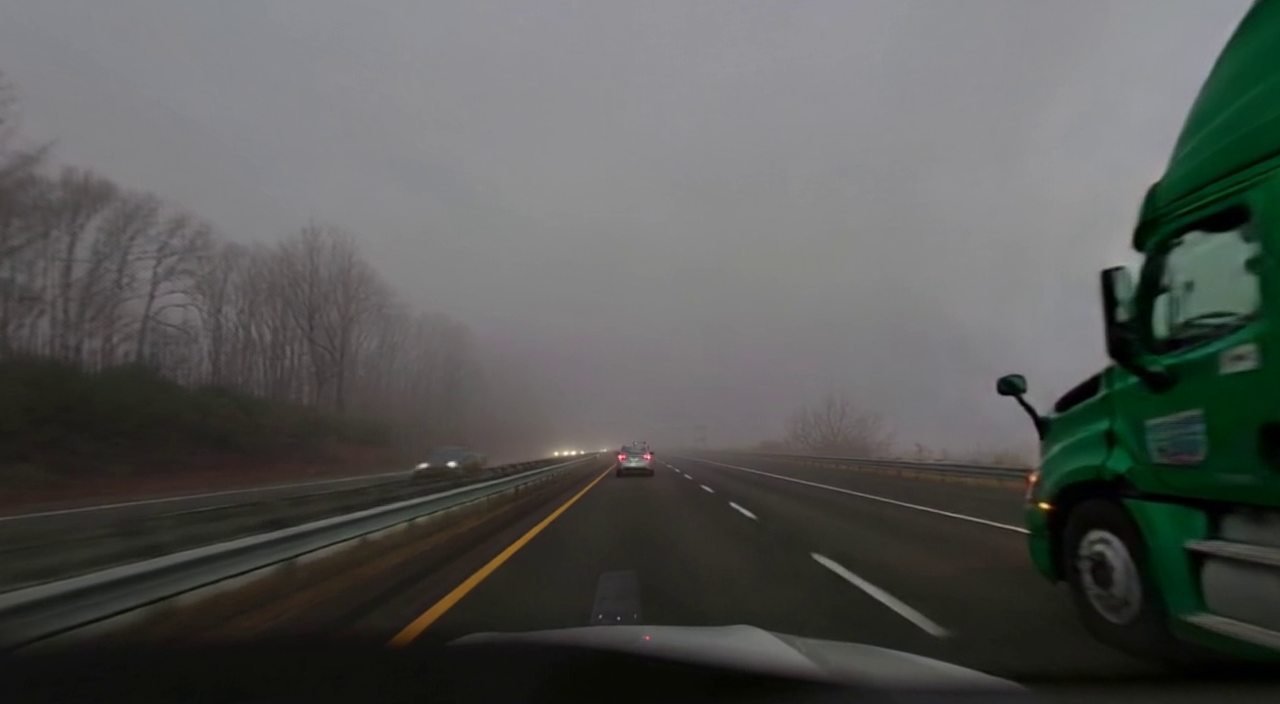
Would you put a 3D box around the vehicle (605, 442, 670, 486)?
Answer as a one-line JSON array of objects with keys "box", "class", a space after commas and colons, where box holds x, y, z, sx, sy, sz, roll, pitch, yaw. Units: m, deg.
[{"box": [-0.130, 4.238, 23.950, 2.244, 1.506, 4.097, 0, -9, -1], "class": "vehicle"}]

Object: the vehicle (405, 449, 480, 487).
[{"box": [-8.750, 5.147, 28.197, 1.942, 1.534, 4.500, 0, -9, -1], "class": "vehicle"}]
